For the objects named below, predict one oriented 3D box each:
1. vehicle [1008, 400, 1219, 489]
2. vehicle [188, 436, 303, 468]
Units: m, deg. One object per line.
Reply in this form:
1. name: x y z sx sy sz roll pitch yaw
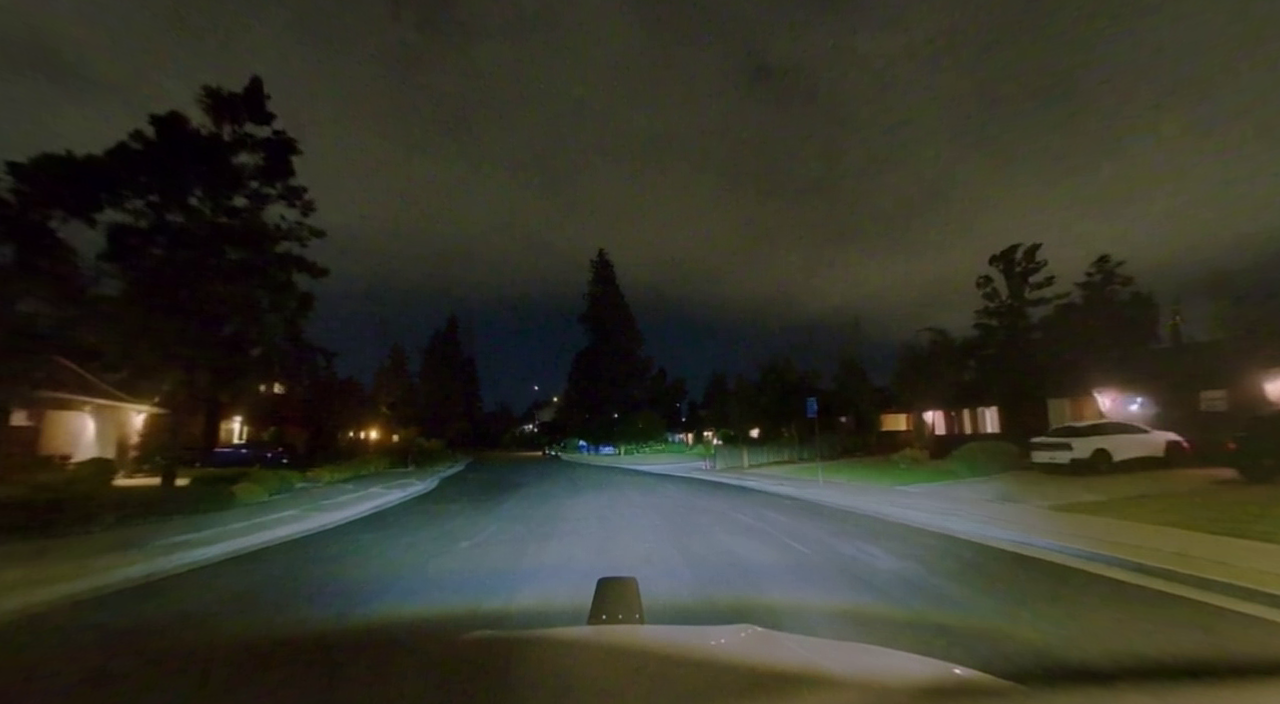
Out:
1. vehicle: 12.182 2.354 16.375 4.149 1.596 1.890 -6 -7 -12
2. vehicle: -20.704 5.320 33.370 4.654 1.457 1.986 3 -11 -10
